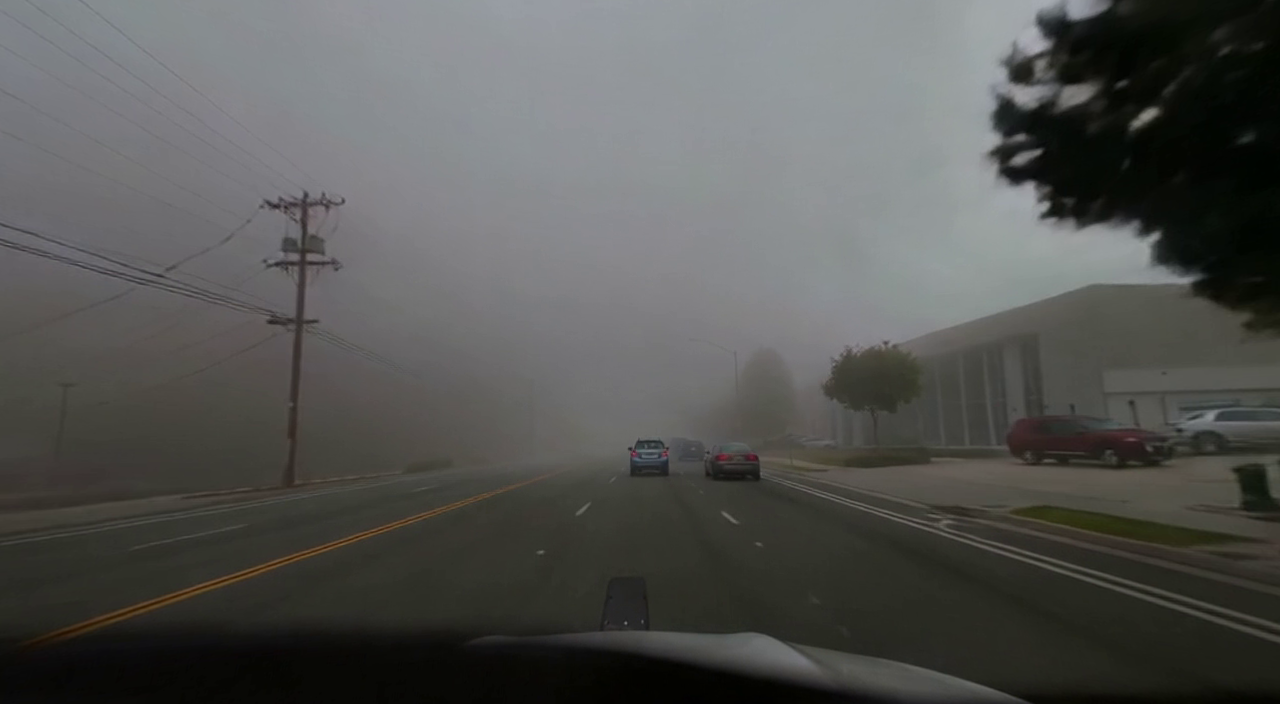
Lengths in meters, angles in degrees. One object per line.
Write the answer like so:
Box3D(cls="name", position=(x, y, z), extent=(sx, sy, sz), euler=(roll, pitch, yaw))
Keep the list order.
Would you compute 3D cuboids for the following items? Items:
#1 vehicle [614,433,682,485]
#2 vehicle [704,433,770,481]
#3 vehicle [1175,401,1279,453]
Box3D(cls="vehicle", position=(0.290, 3.753, 22.462), extent=(2.200, 1.653, 4.127), euler=(0, -8, 1))
Box3D(cls="vehicle", position=(3.684, 4.045, 24.657), extent=(1.914, 1.698, 4.049), euler=(0, -8, 0))
Box3D(cls="vehicle", position=(20.649, 2.454, 20.352), extent=(1.943, 1.617, 4.713), euler=(3, -9, -16))
